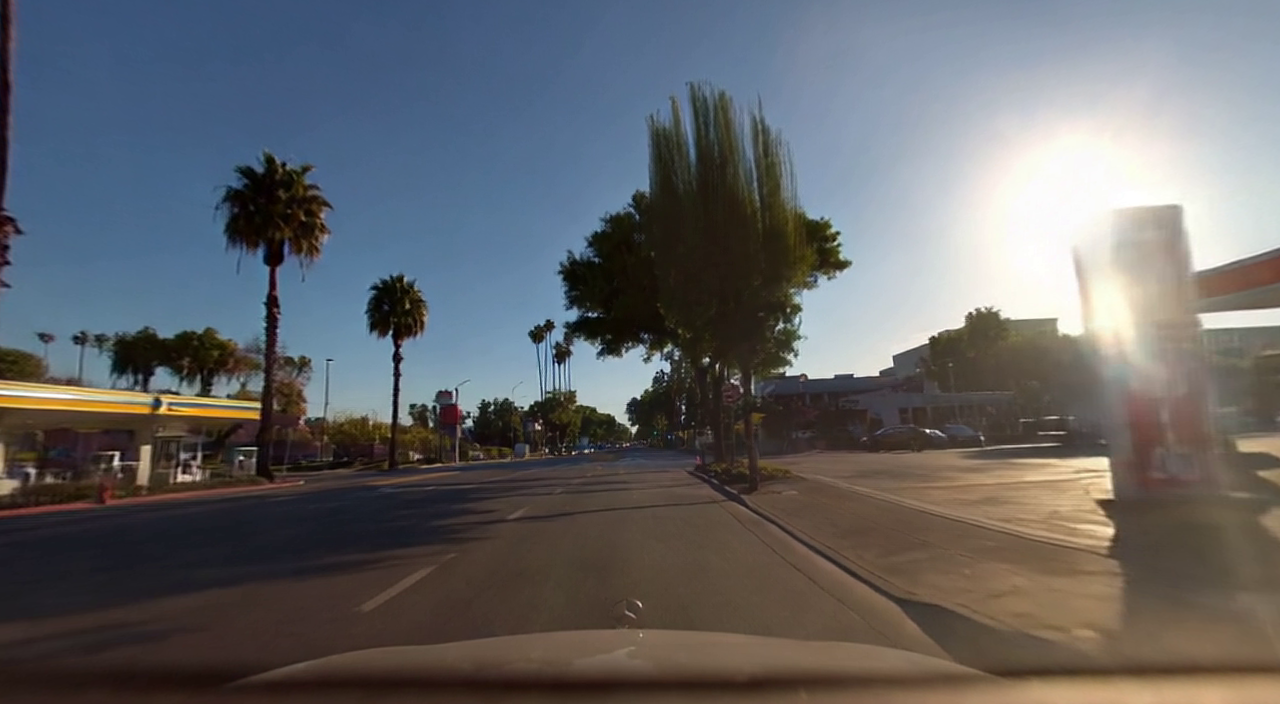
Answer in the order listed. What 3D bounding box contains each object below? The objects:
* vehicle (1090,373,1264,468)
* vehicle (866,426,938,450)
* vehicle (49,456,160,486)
[{"bbox_3d":[15.897,2.111,18.546,5.529,2.395,2.399,6,-10,-35],"label":"vehicle"},{"bbox_3d":[20.289,6.668,48.888,4.640,1.800,2.026,0,-8,-2],"label":"vehicle"},{"bbox_3d":[-29.140,6.460,34.444,4.420,1.445,1.954,6,-11,-37],"label":"vehicle"}]
